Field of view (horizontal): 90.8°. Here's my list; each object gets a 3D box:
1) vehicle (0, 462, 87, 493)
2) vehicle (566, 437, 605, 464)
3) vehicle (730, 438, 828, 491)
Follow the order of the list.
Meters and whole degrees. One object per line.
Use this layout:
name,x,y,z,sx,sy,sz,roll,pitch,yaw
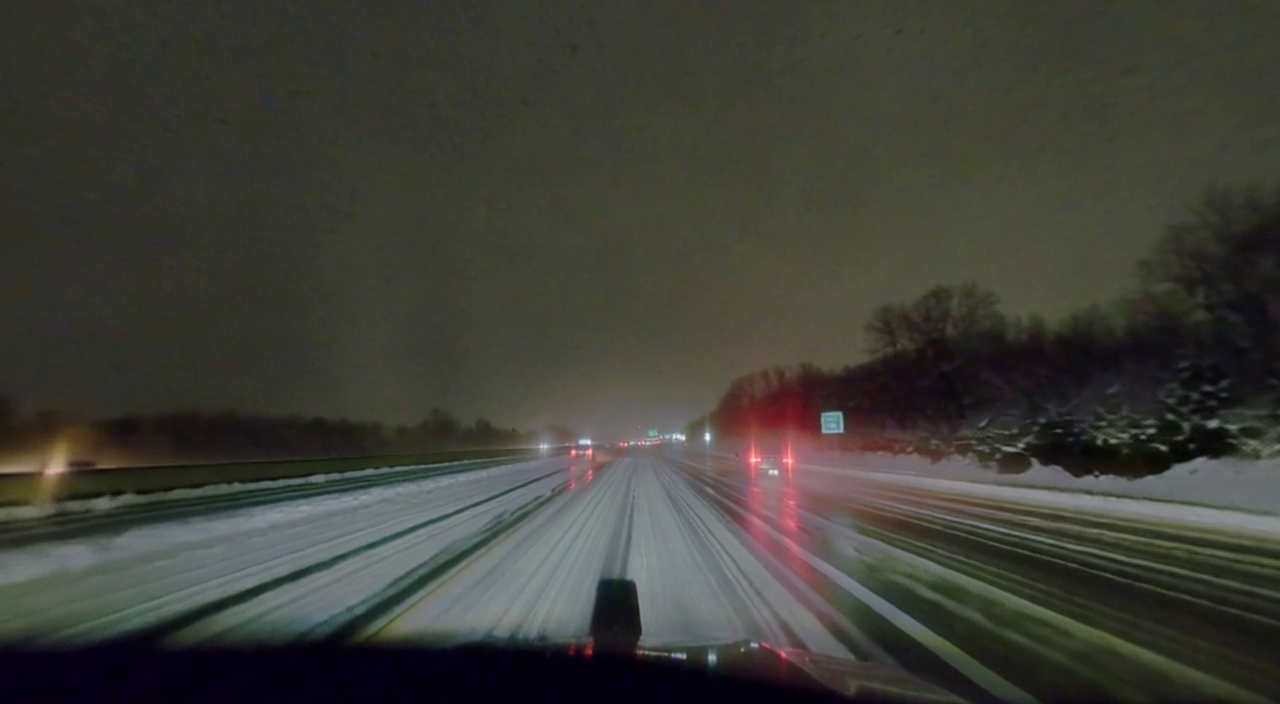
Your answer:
vehicle,-36.360,7.502,38.032,1.945,1.591,4.590,0,-8,0
vehicle,-3.405,6.307,40.526,2.048,1.618,4.424,0,-9,1
vehicle,4.250,3.515,20.129,2.060,1.485,4.274,0,-9,-1
